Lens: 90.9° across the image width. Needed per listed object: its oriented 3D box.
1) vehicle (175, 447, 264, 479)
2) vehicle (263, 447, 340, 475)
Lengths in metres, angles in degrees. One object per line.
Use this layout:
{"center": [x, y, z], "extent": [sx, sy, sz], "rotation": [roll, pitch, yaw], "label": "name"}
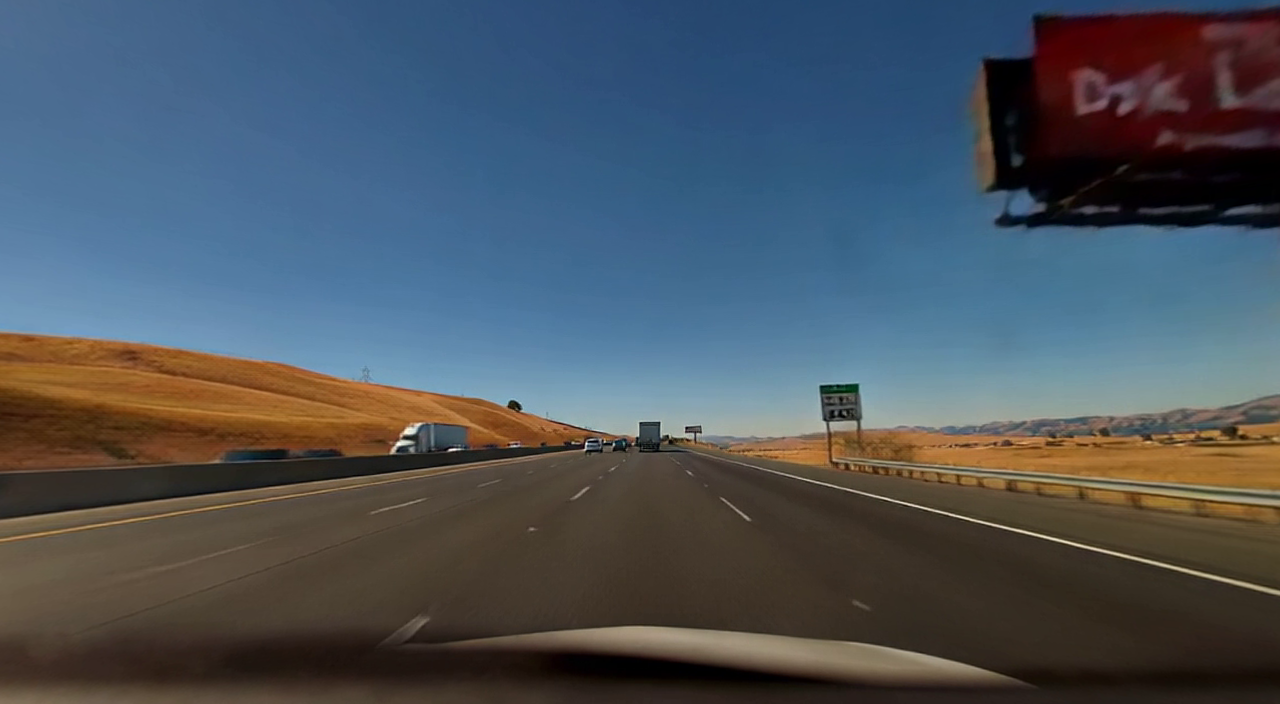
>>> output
{"center": [-24.412, 6.443, 36.885], "extent": [1.938, 1.671, 4.653], "rotation": [0, -8, 1], "label": "vehicle"}
{"center": [-20.556, 6.600, 38.580], "extent": [1.973, 1.580, 4.750], "rotation": [0, -8, 1], "label": "vehicle"}
